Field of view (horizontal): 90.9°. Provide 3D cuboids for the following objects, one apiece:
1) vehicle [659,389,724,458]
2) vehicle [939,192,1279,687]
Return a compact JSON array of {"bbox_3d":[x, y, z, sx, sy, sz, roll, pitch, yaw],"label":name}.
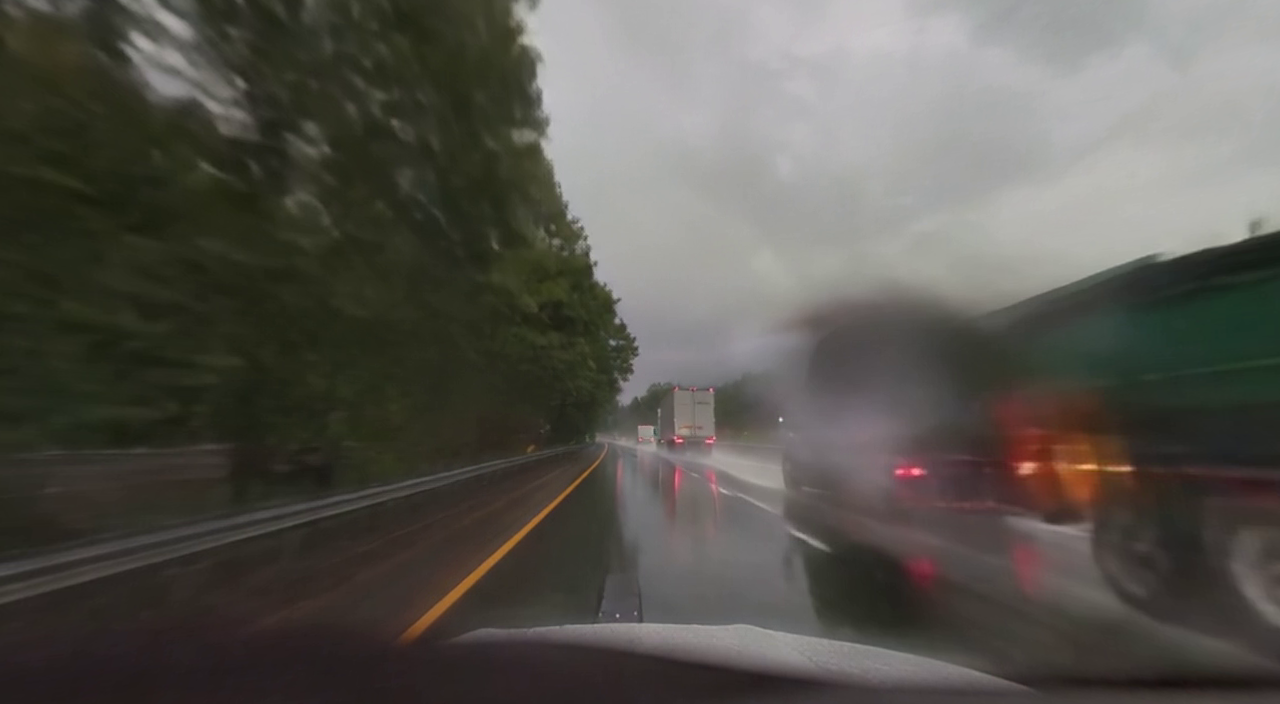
[{"bbox_3d":[3.217,5.065,43.352,2.974,4.003,12.849,1,-8,-2],"label":"vehicle"},{"bbox_3d":[4.900,0.546,3.976,2.741,2.716,6.323,0,-8,-2],"label":"vehicle"}]
